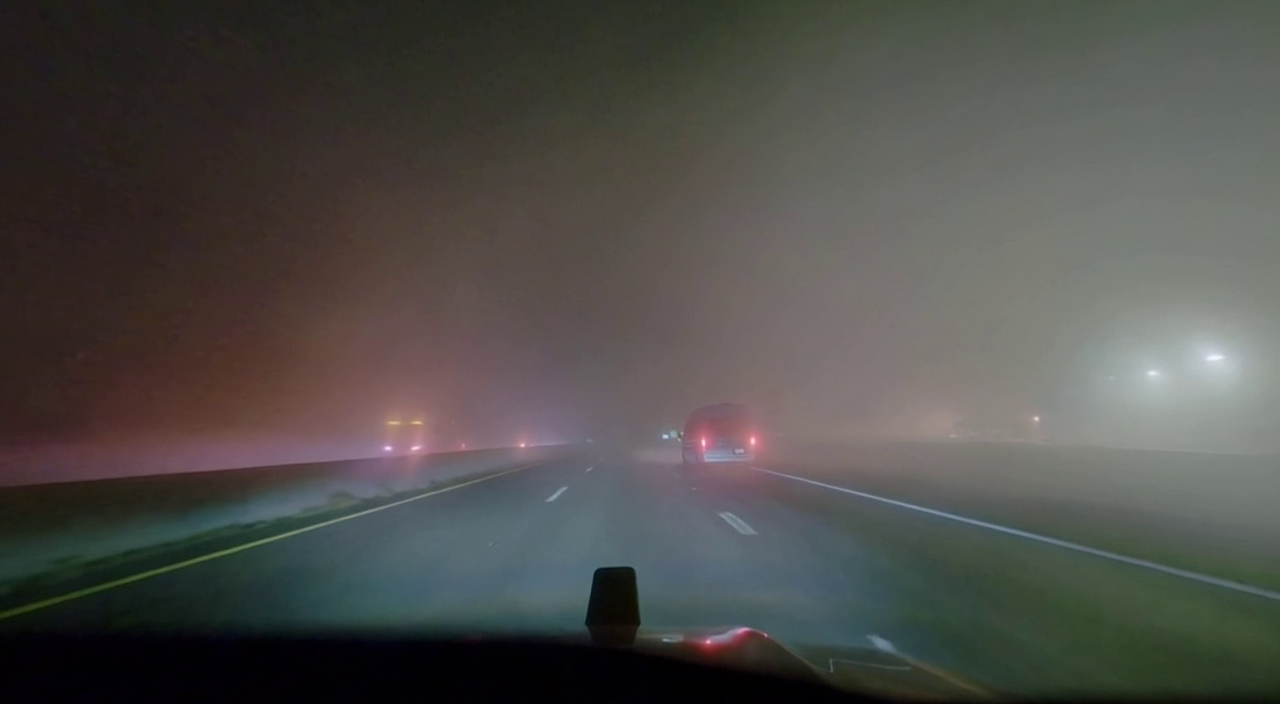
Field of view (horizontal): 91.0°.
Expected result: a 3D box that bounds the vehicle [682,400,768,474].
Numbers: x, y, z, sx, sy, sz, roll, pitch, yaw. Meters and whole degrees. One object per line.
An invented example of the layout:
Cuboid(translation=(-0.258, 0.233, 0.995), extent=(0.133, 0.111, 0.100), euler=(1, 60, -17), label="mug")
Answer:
Cuboid(translation=(3.356, 3.604, 26.622), extent=(2.431, 2.667, 6.921), euler=(0, -8, -2), label="vehicle")
